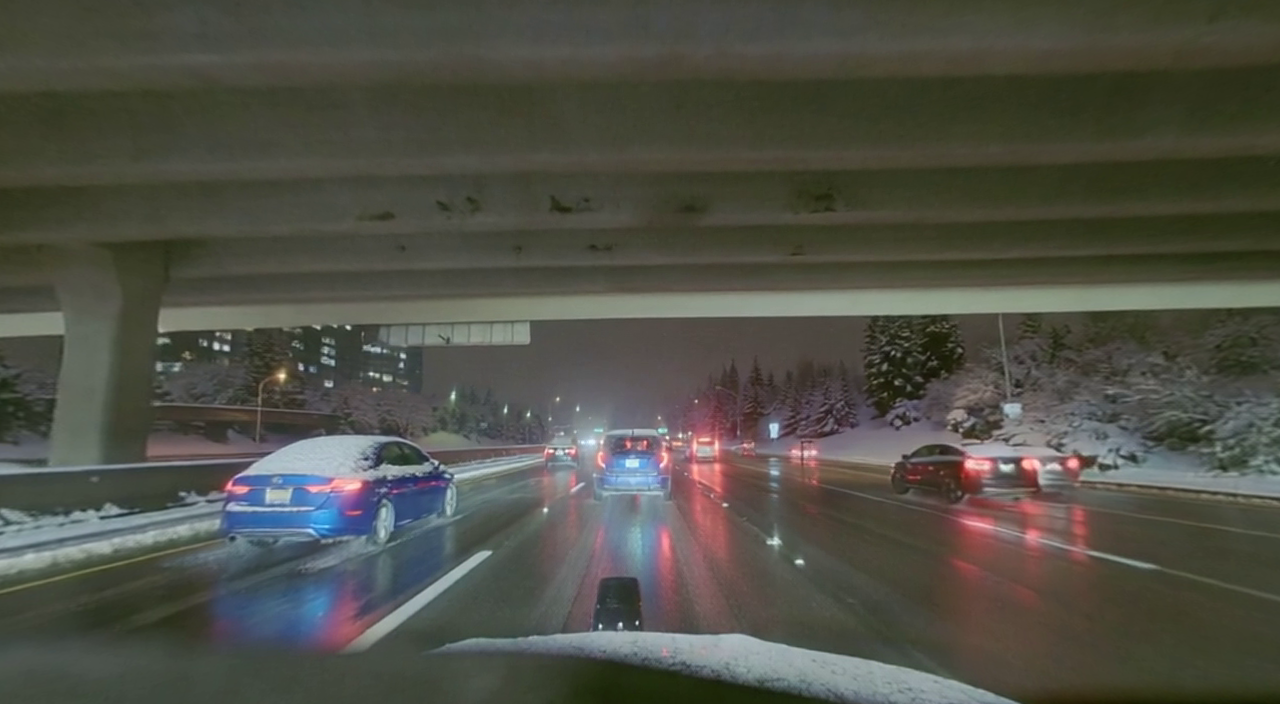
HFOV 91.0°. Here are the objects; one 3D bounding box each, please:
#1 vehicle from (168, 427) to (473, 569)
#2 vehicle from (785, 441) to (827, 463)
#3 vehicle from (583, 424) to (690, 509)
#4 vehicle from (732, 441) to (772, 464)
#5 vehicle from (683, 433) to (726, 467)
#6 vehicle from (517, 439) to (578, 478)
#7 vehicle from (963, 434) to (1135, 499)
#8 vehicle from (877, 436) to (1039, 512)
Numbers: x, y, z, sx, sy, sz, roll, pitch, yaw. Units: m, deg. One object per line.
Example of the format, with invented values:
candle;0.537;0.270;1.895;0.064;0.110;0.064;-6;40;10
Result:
vehicle;-4.009;1.895;8.980;1.974;1.478;4.412;0;-9;1
vehicle;11.805;7.141;45.027;1.868;1.468;4.168;0;-9;0
vehicle;-0.060;2.651;14.924;2.181;1.697;4.021;0;-9;0
vehicle;7.704;6.967;43.847;1.963;1.482;4.436;0;-9;0
vehicle;3.793;5.855;37.809;2.069;1.876;4.447;0;-9;0
vehicle;-3.902;4.574;27.341;1.947;1.516;4.295;0;-9;1
vehicle;11.478;3.226;18.139;1.992;1.625;4.359;0;-9;0
vehicle;7.194;2.769;14.722;1.880;1.526;3.641;0;-9;0
